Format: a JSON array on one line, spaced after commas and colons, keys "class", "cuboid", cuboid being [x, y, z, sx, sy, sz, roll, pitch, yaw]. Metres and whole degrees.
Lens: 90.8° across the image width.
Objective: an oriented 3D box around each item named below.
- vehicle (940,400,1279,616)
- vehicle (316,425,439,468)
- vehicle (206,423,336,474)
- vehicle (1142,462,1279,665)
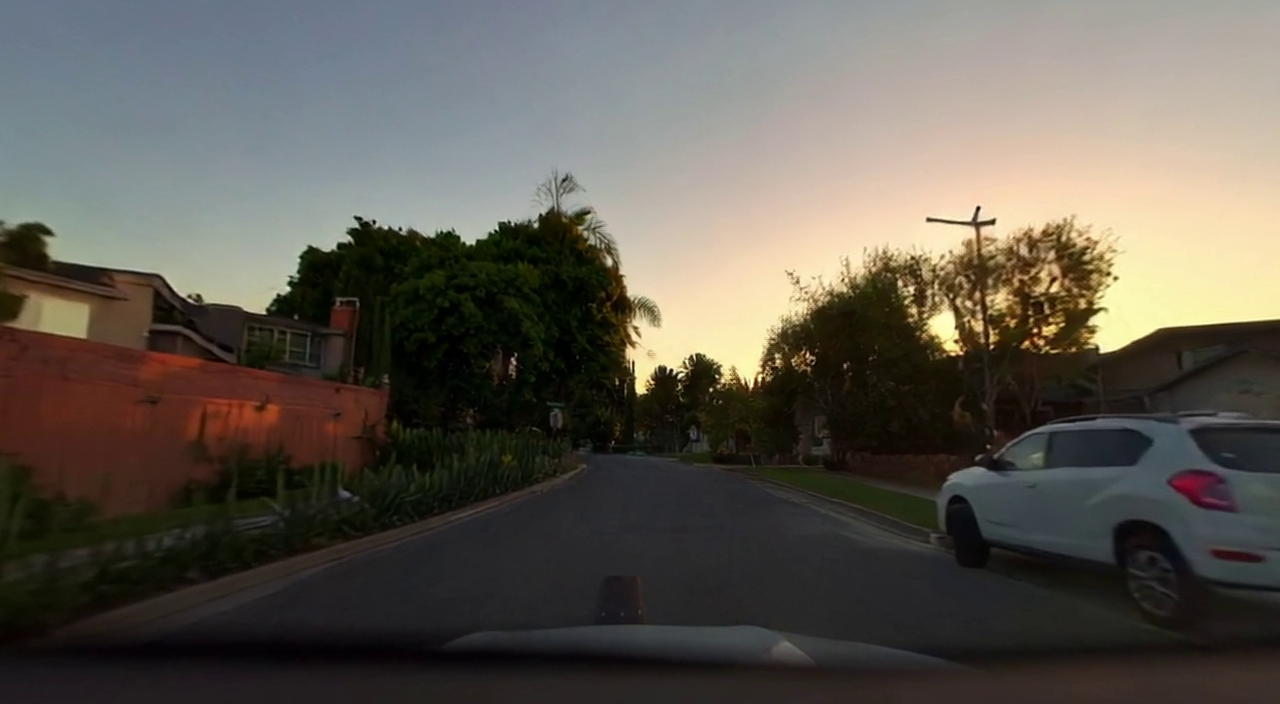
[{"class": "vehicle", "cuboid": [6.640, 1.678, 7.506, 5.320, 1.978, 2.026, 2, -9, -13]}, {"class": "vehicle", "cuboid": [-13.102, 4.745, 31.763, 5.127, 1.796, 2.045, 3, -8, 1]}, {"class": "vehicle", "cuboid": [-13.950, 3.644, 24.217, 1.869, 1.646, 4.357, 3, -7, 8]}, {"class": "vehicle", "cuboid": [6.784, 1.625, 5.059, 4.319, 1.422, 1.974, 2, -9, -14]}]
